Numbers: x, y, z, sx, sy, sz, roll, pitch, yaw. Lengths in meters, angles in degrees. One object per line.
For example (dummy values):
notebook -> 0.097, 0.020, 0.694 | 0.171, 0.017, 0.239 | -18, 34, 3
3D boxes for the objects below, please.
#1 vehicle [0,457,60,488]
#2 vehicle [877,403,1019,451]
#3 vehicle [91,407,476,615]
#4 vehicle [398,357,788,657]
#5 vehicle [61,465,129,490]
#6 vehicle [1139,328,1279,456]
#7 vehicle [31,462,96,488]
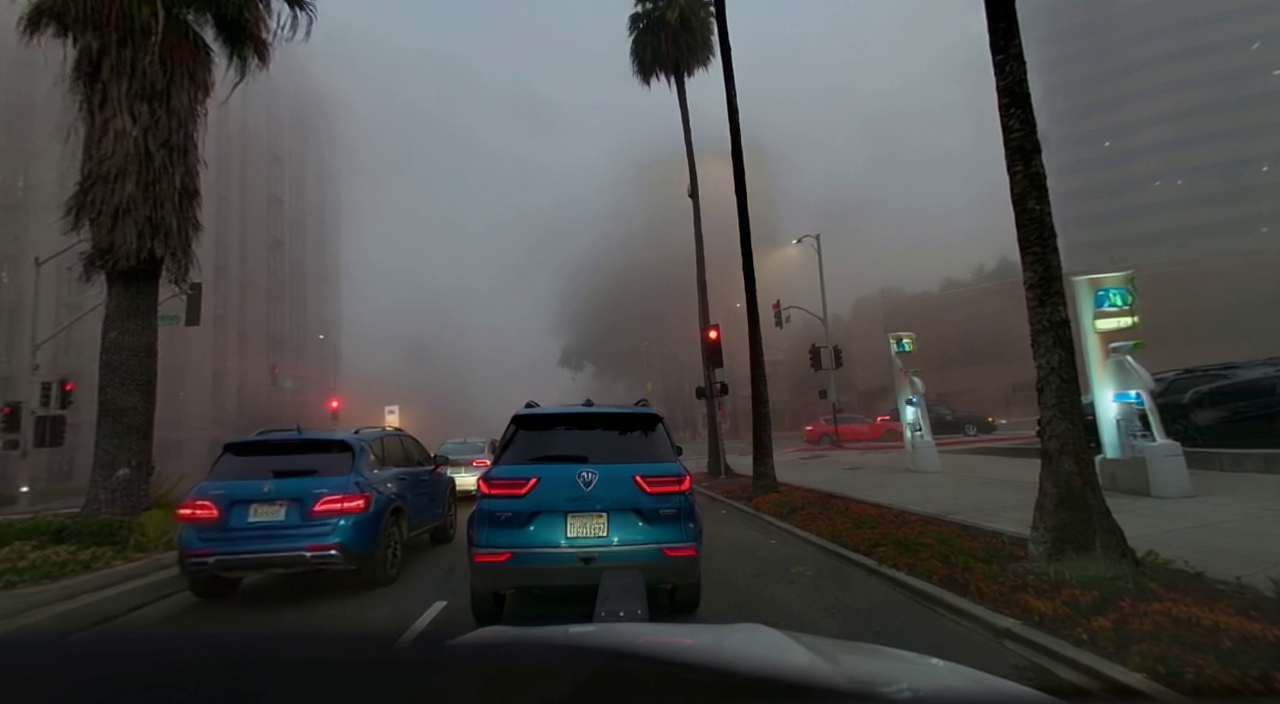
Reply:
vehicle -> -43.119, 8.415, 44.016 | 1.951, 1.752, 3.911 | -6, -5, -4
vehicle -> 13.432, 3.326, 27.797 | 5.033, 1.999, 2.259 | 0, -8, -4
vehicle -> -3.598, 1.683, 7.821 | 2.097, 1.692, 5.030 | 0, -8, -4
vehicle -> -0.470, 1.340, 6.601 | 2.519, 1.913, 4.819 | 0, -8, -5
vehicle -> -38.260, 8.789, 44.465 | 2.008, 1.528, 3.242 | 0, -8, -6
vehicle -> 9.994, 0.630, 8.855 | 4.374, 1.571, 1.963 | 0, -8, -4
vehicle -> -40.613, 8.637, 44.582 | 1.568, 1.425, 3.415 | -5, -6, -5
